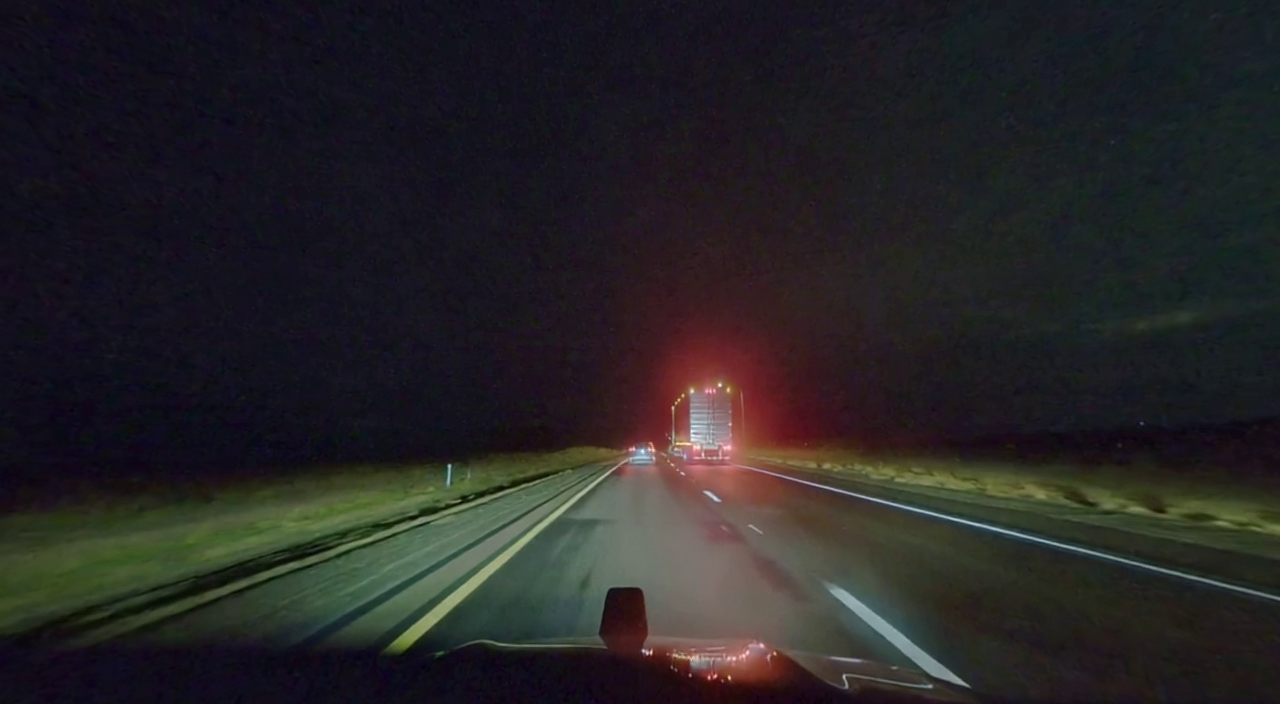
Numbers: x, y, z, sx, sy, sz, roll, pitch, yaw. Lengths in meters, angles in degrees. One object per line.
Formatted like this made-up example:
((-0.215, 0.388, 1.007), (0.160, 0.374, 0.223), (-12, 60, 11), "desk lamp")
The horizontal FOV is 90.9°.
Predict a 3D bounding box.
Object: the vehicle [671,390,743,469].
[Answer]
((3.964, 5.298, 41.457), (2.929, 4.158, 15.921), (0, -8, 0), "vehicle")

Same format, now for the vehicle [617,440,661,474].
((-0.053, 5.060, 30.646), (1.968, 1.515, 4.025), (0, -8, 0), "vehicle")
